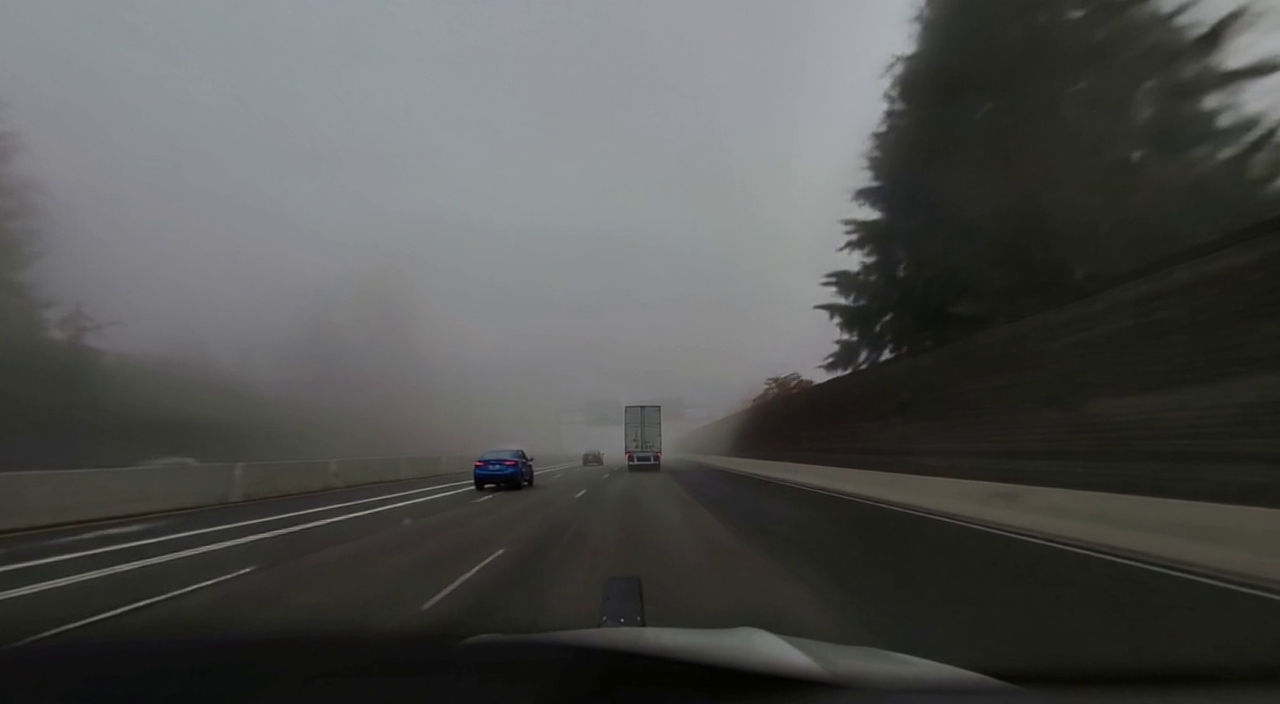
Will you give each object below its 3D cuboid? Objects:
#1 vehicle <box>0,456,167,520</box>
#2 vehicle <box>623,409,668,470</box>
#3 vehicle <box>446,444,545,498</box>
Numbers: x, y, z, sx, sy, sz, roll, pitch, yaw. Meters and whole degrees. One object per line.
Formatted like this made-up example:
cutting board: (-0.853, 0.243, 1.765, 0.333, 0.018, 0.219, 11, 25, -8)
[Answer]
vehicle: (-16.176, 3.742, 17.889, 1.898, 1.480, 4.712, 0, -9, -1)
vehicle: (0.451, 6.683, 47.763, 2.980, 4.051, 10.359, 0, -9, 1)
vehicle: (-4.405, 3.679, 19.997, 1.977, 1.478, 4.702, 0, -9, 0)
